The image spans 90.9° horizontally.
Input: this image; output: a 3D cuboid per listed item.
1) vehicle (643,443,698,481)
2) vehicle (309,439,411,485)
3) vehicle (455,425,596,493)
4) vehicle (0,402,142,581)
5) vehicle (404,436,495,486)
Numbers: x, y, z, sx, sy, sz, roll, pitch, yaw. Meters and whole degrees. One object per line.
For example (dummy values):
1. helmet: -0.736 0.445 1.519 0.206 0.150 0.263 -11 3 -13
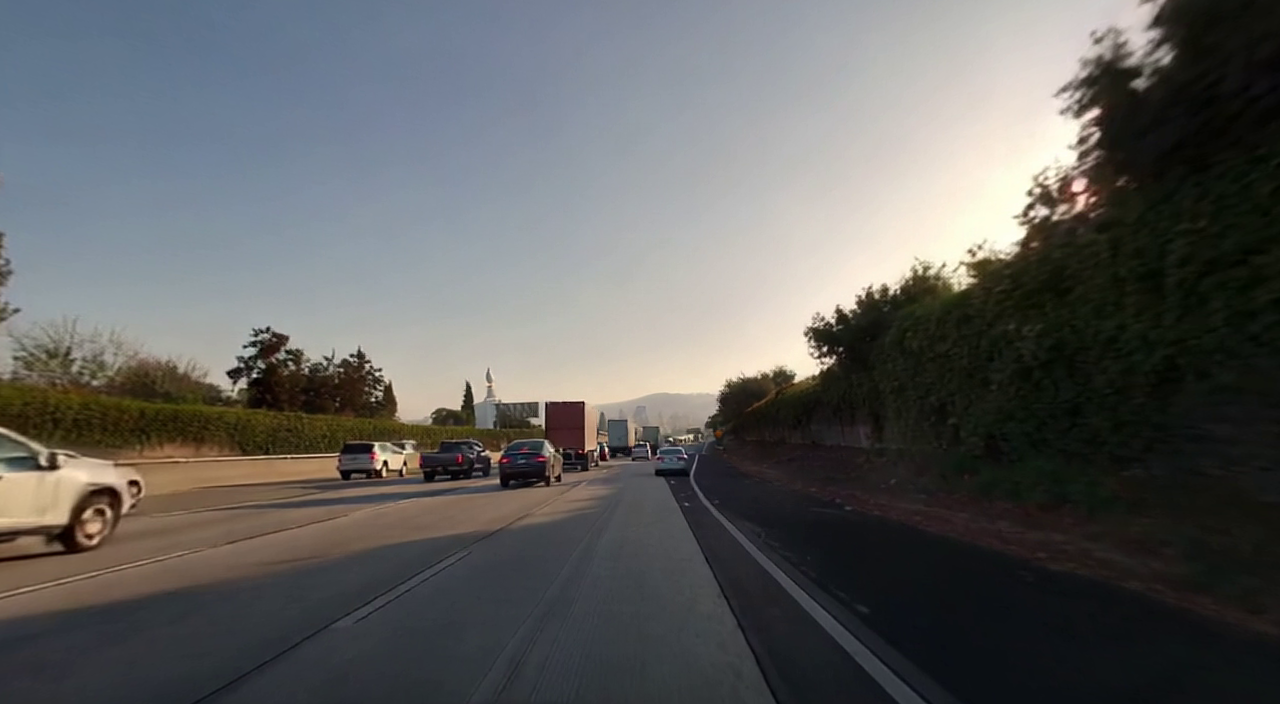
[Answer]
1. vehicle: 1.321 4.723 27.374 2.176 1.493 3.955 -1 -8 3
2. vehicle: -11.575 4.564 26.505 2.073 1.722 4.664 0 -8 1
3. vehicle: -3.864 4.225 25.956 3.050 1.964 15.030 0 -8 0
4. vehicle: -7.759 1.358 5.879 2.231 1.827 4.824 -1 -8 1
5. vehicle: -7.312 4.217 24.733 2.039 1.769 4.552 -1 -8 2
